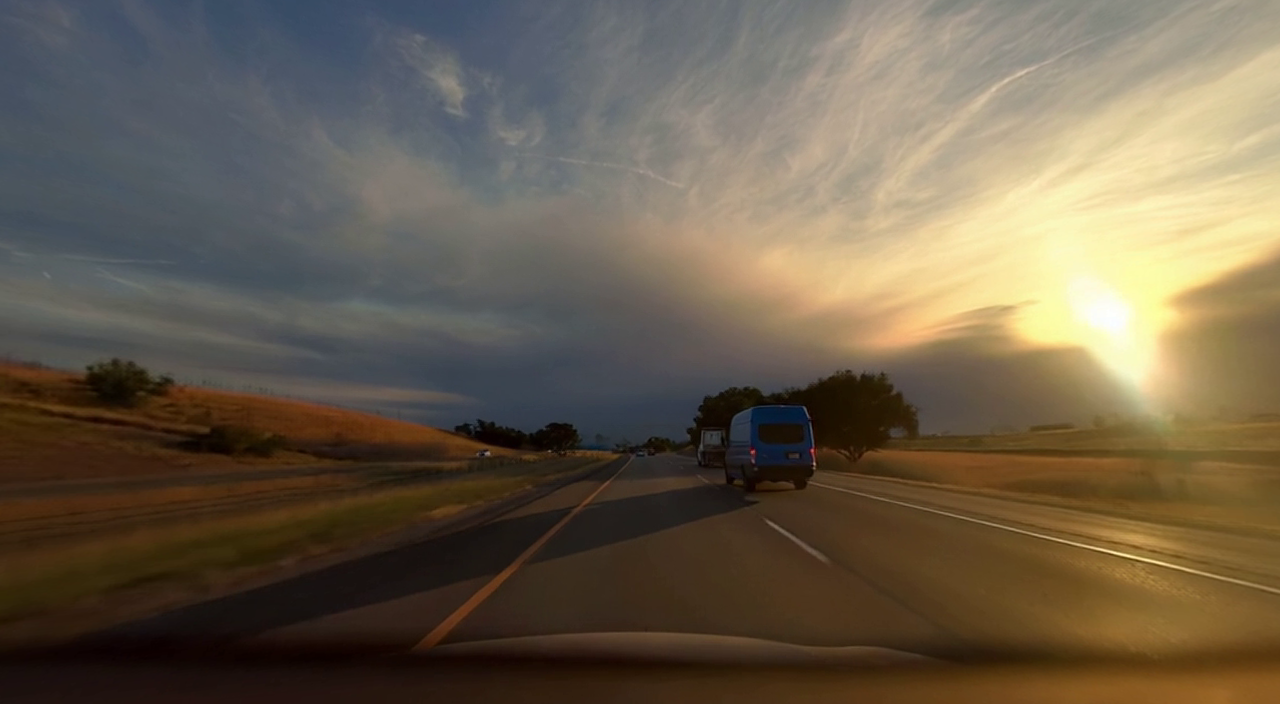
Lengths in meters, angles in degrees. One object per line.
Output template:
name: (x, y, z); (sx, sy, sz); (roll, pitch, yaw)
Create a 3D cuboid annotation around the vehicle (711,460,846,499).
vehicle: (3.996, 3.888, 19.729); (2.702, 0.824, 6.391); (0, -8, -1)

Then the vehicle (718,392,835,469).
vehicle: (4.011, 2.553, 19.789); (2.444, 2.053, 5.616); (0, -9, 0)
